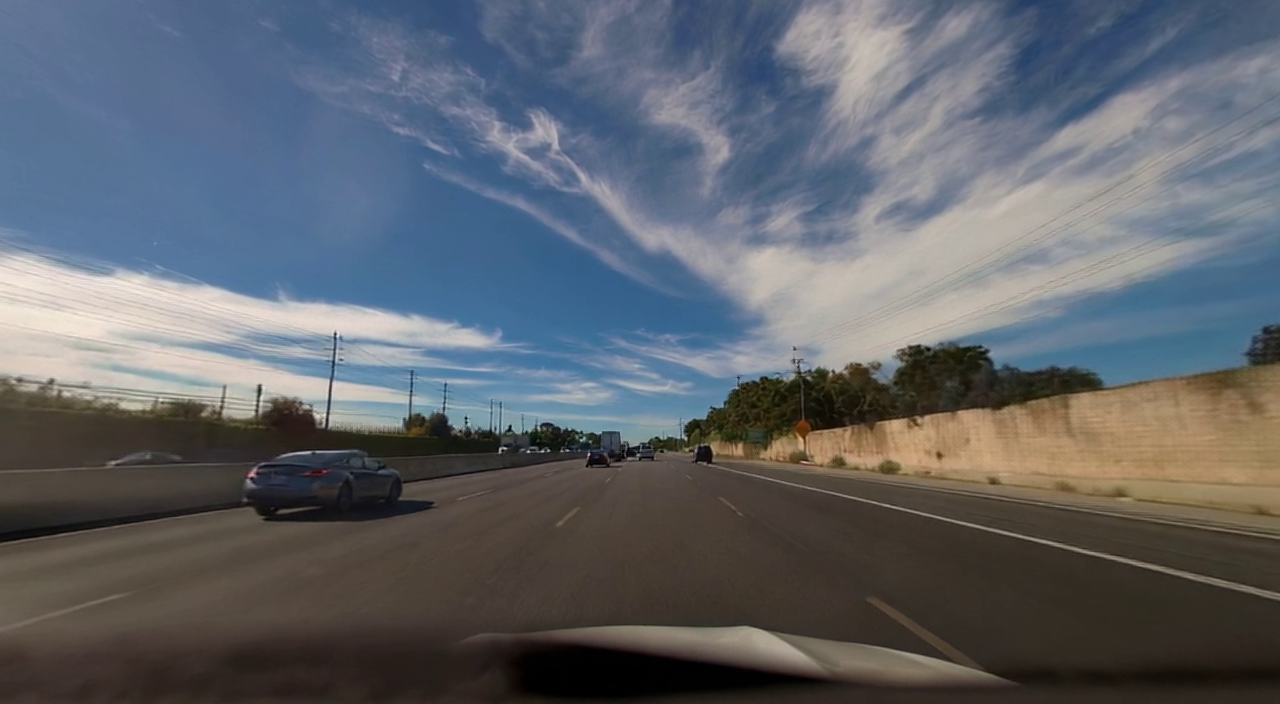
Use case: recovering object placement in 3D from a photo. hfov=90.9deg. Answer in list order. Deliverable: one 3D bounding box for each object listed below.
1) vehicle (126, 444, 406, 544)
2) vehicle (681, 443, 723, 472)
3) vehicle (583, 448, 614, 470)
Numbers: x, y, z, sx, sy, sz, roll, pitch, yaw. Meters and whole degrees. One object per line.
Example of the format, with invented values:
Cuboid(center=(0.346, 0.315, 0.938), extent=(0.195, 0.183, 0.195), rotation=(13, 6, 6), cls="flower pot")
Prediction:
Cuboid(center=(-6.455, 2.490, 11.834), extent=(2.127, 1.446, 5.008), rotation=(0, -9, 1), cls="vehicle")
Cuboid(center=(3.986, 6.906, 41.441), extent=(2.214, 1.799, 4.627), rotation=(0, -9, -1), cls="vehicle")
Cuboid(center=(-2.998, 7.800, 46.129), extent=(2.004, 1.498, 4.043), rotation=(0, -9, 0), cls="vehicle")
